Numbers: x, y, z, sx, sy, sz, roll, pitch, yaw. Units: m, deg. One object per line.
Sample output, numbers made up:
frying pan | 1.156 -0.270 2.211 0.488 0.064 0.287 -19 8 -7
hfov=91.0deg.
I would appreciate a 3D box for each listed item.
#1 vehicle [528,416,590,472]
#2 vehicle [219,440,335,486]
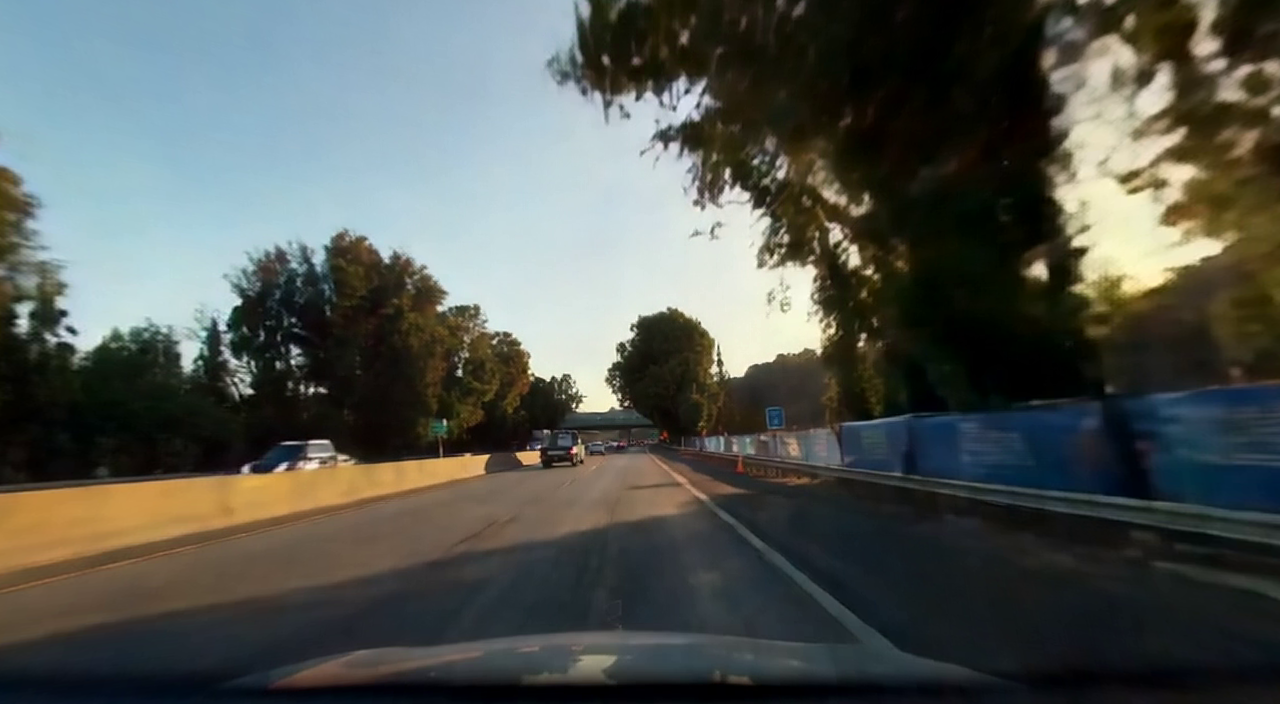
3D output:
vehicle | -4.077 4.778 32.805 2.484 2.625 5.907 0 -8 0
vehicle | -16.977 5.184 29.845 2.242 1.934 5.464 -1 -8 0
